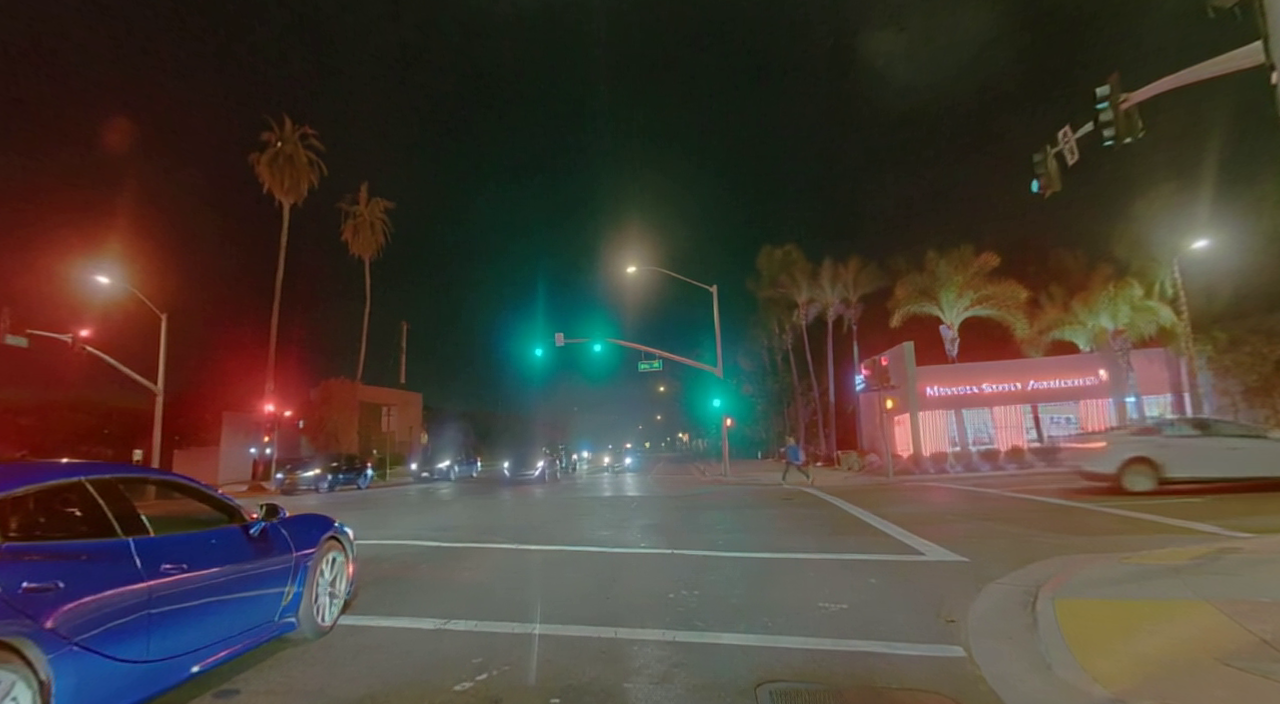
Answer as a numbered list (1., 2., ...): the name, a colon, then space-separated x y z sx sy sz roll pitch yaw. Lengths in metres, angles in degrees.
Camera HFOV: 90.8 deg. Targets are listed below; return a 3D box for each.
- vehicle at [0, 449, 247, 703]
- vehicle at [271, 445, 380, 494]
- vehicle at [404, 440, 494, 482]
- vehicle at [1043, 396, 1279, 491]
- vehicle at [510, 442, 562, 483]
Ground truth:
1. vehicle: -3.701 1.023 2.249 1.850 1.325 4.295 0 -9 0
2. vehicle: -13.002 4.876 26.477 1.870 1.705 4.426 -6 -10 8
3. vehicle: -8.996 5.291 30.376 2.050 1.792 5.507 -1 -11 7
4. vehicle: 11.239 1.842 12.718 4.775 1.709 2.092 -3 -9 18
5. vehicle: -4.204 4.325 25.099 1.839 1.468 4.549 2 -9 -11
